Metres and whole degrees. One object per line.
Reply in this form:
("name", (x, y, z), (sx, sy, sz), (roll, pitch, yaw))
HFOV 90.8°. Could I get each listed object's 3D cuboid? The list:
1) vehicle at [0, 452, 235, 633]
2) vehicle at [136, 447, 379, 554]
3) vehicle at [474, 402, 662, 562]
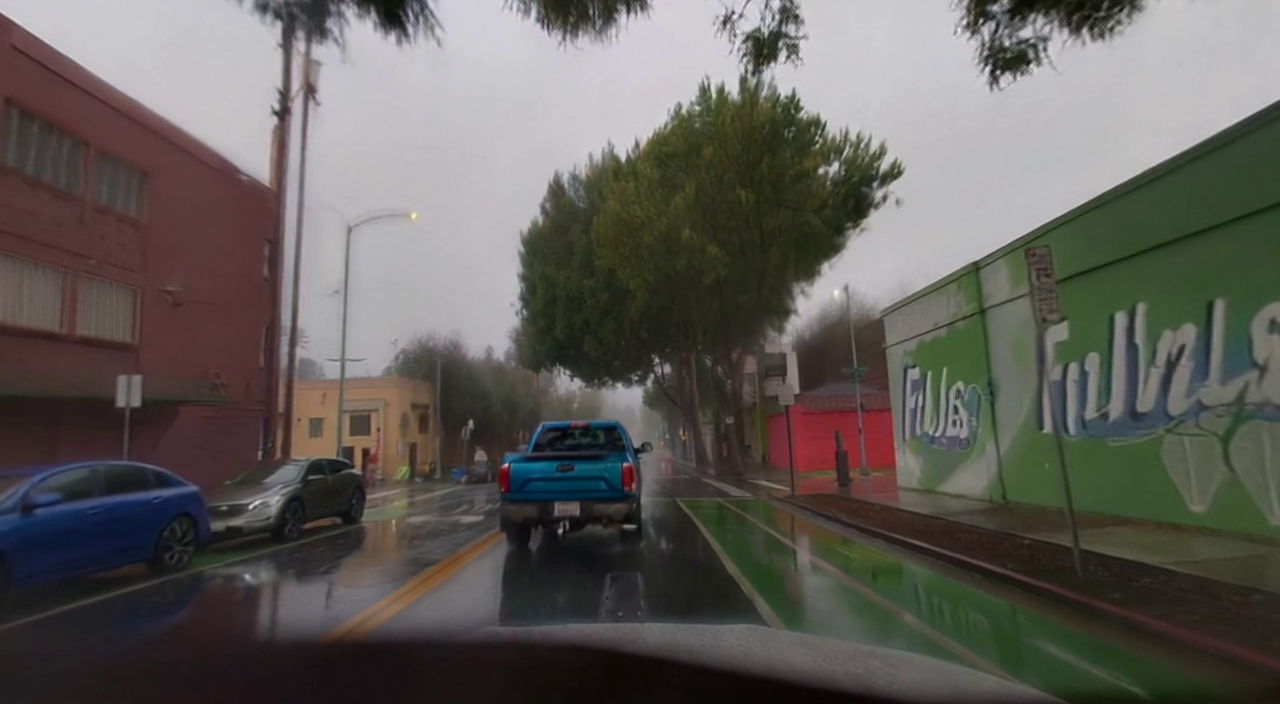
("vehicle", (-7.162, 2.065, 7.461), (1.882, 1.686, 4.489), (0, -8, -2))
("vehicle", (-7.434, 2.865, 13.122), (1.884, 1.730, 5.076), (0, -8, 0))
("vehicle", (-0.831, 1.884, 9.881), (2.215, 1.882, 4.611), (0, -8, 1))
